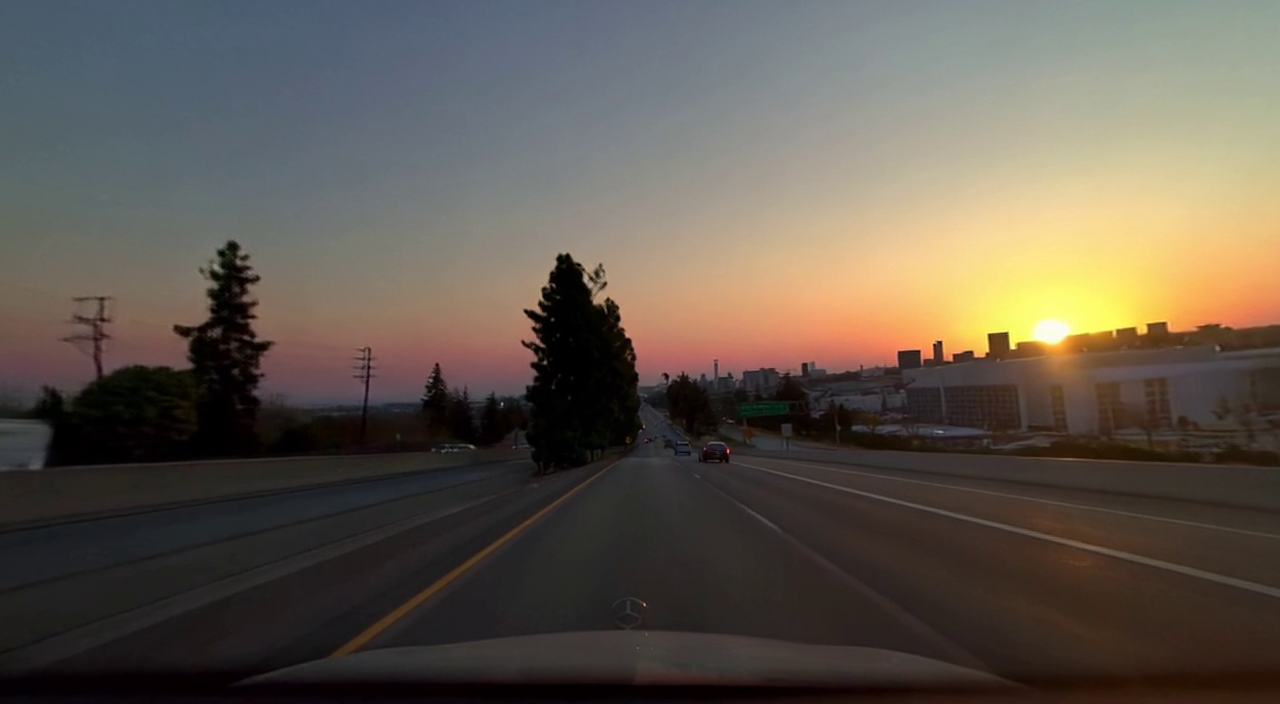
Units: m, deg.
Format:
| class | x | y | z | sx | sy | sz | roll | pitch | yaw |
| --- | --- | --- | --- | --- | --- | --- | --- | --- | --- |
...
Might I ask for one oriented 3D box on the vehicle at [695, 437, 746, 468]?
| class | x | y | z | sx | sy | sz | roll | pitch | yaw |
| --- | --- | --- | --- | --- | --- | --- | --- | --- | --- |
| vehicle | 4.124 | 5.216 | 32.944 | 2.062 | 1.518 | 4.026 | 0 | -8 | 0 |
